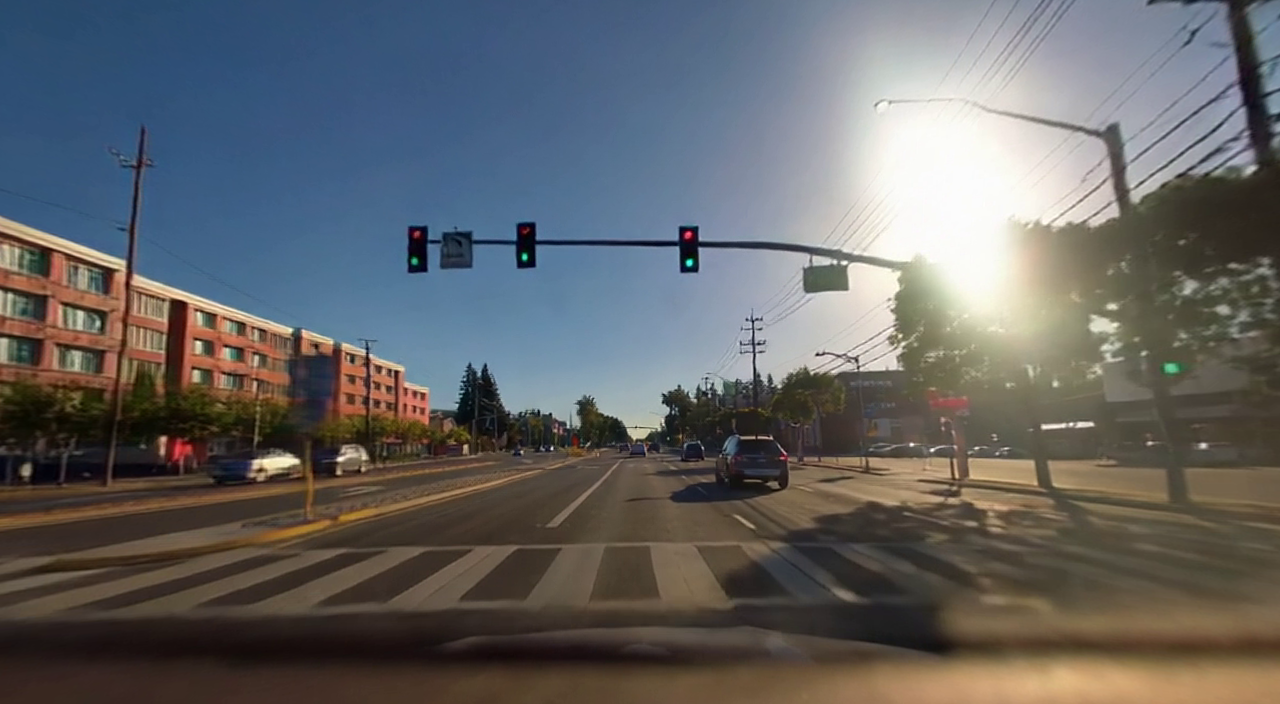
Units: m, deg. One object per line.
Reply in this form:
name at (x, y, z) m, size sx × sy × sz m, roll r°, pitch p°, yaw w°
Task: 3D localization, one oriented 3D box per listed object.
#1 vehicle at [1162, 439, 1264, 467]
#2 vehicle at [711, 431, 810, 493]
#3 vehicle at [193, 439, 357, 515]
vehicle at (34.579, 6.112, 38.180) m, size 4.236 × 1.632 × 1.892 m, roll 0°, pitch -8°, yaw 1°
vehicle at (3.604, 3.372, 19.751) m, size 2.128 × 1.699 × 4.222 m, roll 0°, pitch -8°, yaw -2°
vehicle at (-9.174, 3.096, 16.376) m, size 1.816 × 1.478 × 4.404 m, roll -2°, pitch -6°, yaw -2°
